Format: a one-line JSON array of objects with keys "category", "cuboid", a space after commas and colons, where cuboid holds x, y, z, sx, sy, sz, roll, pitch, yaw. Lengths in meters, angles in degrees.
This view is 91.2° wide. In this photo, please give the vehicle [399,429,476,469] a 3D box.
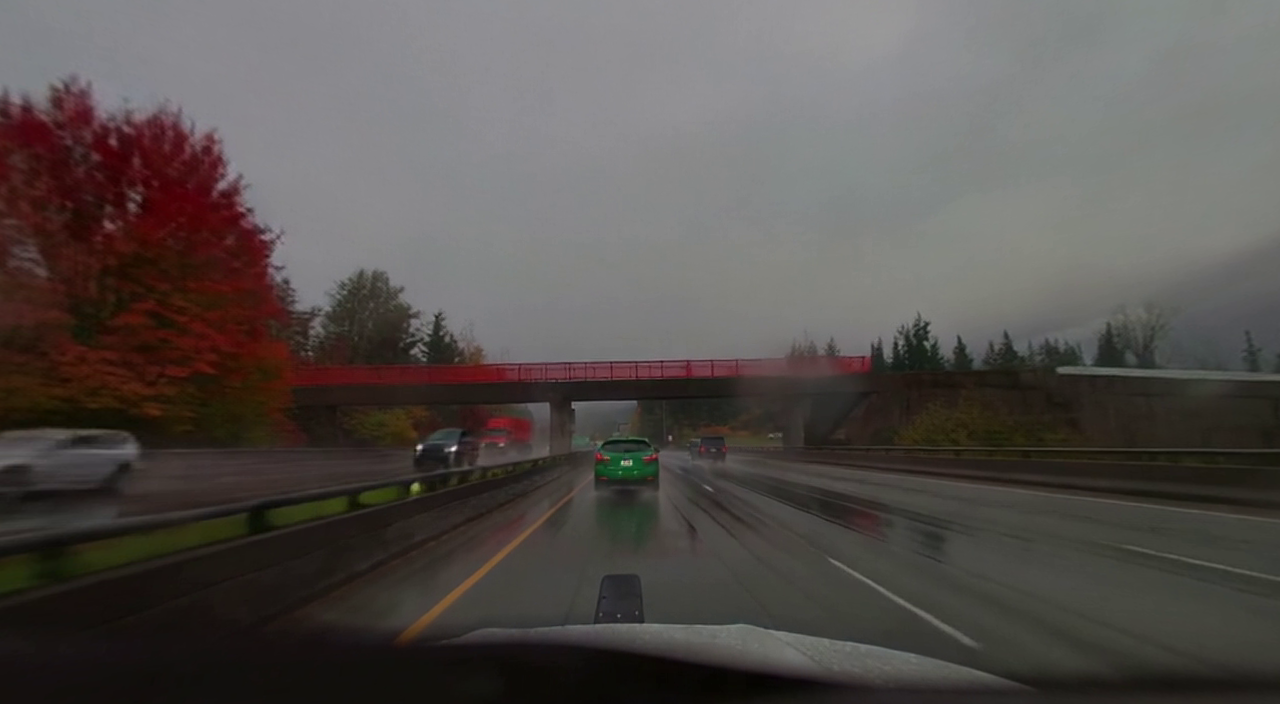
[{"category": "vehicle", "cuboid": [-9.358, 4.536, 29.360, 2.111, 1.674, 4.548, 0, -9, -1]}]

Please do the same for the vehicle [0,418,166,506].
[{"category": "vehicle", "cuboid": [-12.051, 2.153, 12.420, 1.938, 1.516, 4.282, 0, -9, 0]}]

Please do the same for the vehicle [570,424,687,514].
[{"category": "vehicle", "cuboid": [-0.244, 2.587, 14.270, 2.259, 1.699, 4.015, 0, -9, 0]}]

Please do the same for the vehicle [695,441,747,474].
[{"category": "vehicle", "cuboid": [3.886, 5.134, 30.683, 1.894, 1.487, 3.751, 0, -9, -2]}]
